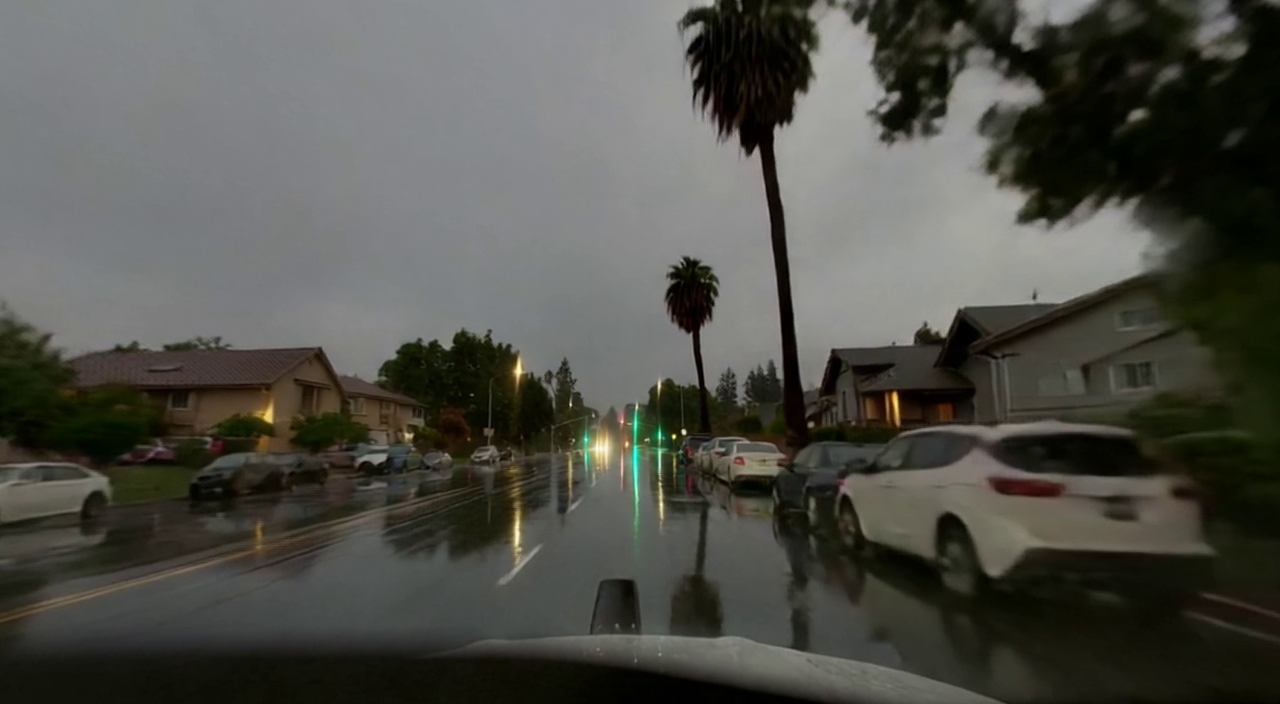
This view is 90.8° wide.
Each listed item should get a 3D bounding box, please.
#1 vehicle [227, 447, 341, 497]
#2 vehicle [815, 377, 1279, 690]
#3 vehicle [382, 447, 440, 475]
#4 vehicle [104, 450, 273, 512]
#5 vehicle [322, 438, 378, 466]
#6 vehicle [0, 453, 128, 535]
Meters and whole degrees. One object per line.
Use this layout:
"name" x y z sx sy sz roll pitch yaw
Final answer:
"vehicle" -13.657 4.569 24.578 1.876 1.610 4.467 -1 -7 -1
"vehicle" 3.591 1.383 6.167 2.221 1.718 5.192 0 -9 -1
"vehicle" -13.819 6.573 38.406 1.970 1.525 4.420 0 -7 -2
"vehicle" -13.516 3.836 19.360 1.899 1.474 4.529 -1 -7 -1
"vehicle" -20.941 7.243 45.842 1.957 1.871 4.515 0 -9 0
"vehicle" -13.500 2.940 13.194 1.921 1.498 4.460 0 -7 -1
